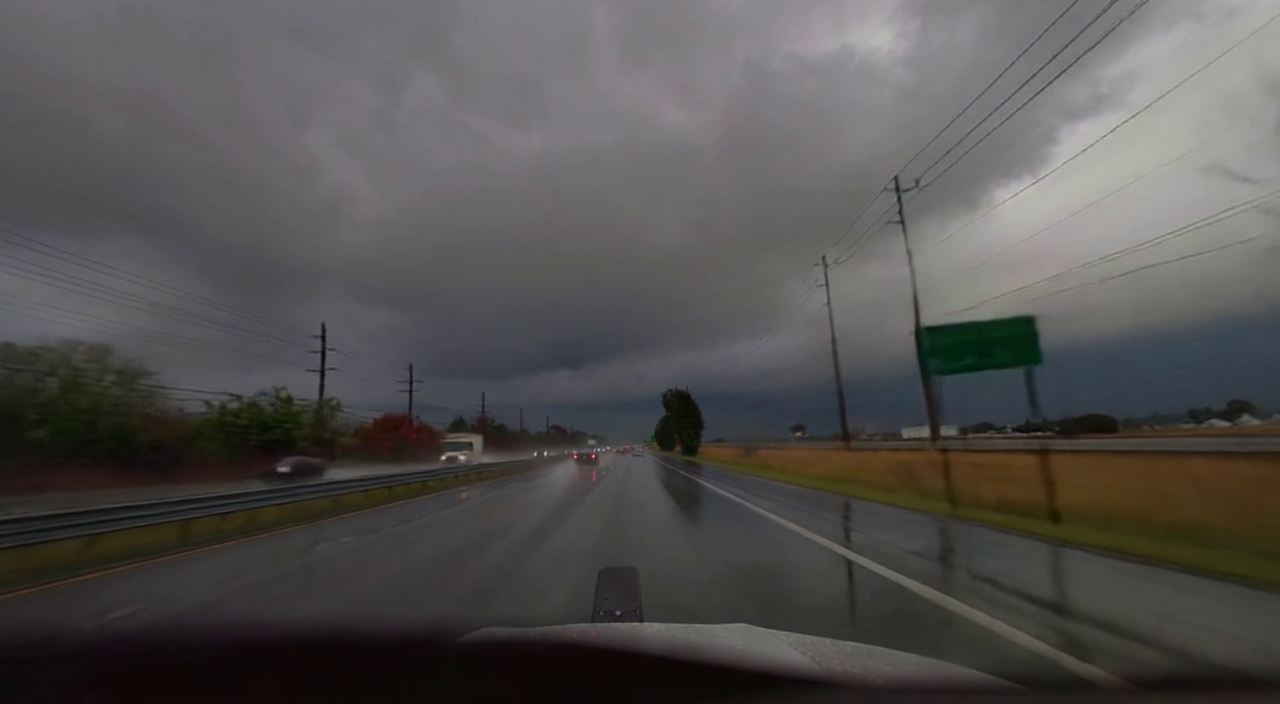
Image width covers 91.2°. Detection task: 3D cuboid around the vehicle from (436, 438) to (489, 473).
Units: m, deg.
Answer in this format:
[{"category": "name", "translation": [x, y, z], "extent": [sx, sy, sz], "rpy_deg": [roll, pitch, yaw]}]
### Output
[{"category": "vehicle", "translation": [-12.999, 7.623, 46.312], "extent": [2.329, 2.393, 5.349], "rpy_deg": [0, -9, 0]}]

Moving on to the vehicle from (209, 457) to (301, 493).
[{"category": "vehicle", "translation": [-17.034, 5.439, 27.951], "extent": [1.778, 1.456, 3.688], "rpy_deg": [0, -9, 0]}]

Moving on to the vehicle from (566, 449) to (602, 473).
[{"category": "vehicle", "translation": [-3.824, 7.546, 43.591], "extent": [2.123, 1.545, 4.404], "rpy_deg": [0, -9, 0]}]
